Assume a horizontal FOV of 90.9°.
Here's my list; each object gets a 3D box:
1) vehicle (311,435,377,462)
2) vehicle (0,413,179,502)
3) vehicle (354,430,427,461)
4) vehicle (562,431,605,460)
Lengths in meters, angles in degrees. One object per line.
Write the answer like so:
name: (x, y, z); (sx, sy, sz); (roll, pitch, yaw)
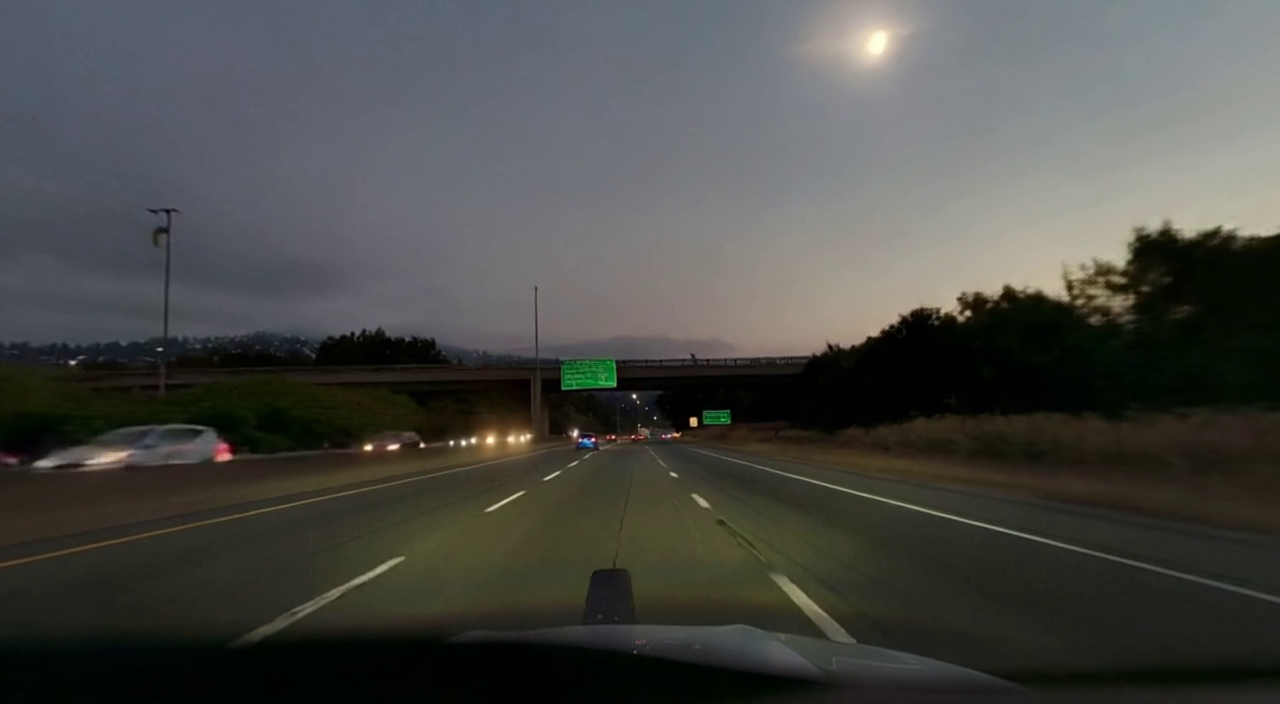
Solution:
vehicle: (-17.542, 5.728, 37.549); (1.839, 1.484, 4.240); (0, -8, 0)
vehicle: (-13.114, 2.285, 14.042); (1.945, 1.658, 4.898); (0, -8, 0)
vehicle: (-13.624, 5.115, 34.761); (2.078, 1.600, 4.755); (0, -8, 0)
vehicle: (-3.323, 5.582, 37.838); (2.086, 1.624, 4.607); (0, -8, 1)
